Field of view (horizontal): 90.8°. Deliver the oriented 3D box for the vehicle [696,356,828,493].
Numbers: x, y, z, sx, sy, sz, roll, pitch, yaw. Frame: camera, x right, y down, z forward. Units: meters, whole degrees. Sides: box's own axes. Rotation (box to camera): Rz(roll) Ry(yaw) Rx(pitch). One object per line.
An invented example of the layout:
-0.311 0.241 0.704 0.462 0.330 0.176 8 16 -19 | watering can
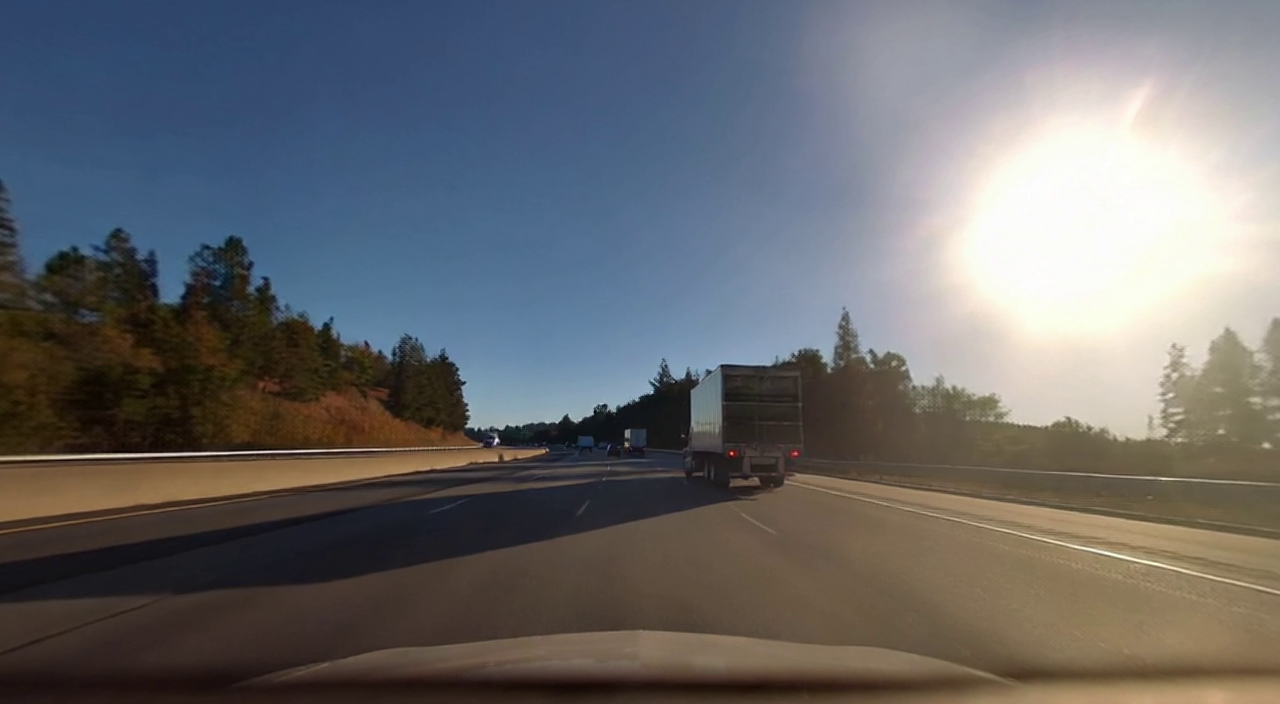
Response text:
3.976 2.753 22.878 2.826 4.035 8.369 0 -9 -2 | vehicle
